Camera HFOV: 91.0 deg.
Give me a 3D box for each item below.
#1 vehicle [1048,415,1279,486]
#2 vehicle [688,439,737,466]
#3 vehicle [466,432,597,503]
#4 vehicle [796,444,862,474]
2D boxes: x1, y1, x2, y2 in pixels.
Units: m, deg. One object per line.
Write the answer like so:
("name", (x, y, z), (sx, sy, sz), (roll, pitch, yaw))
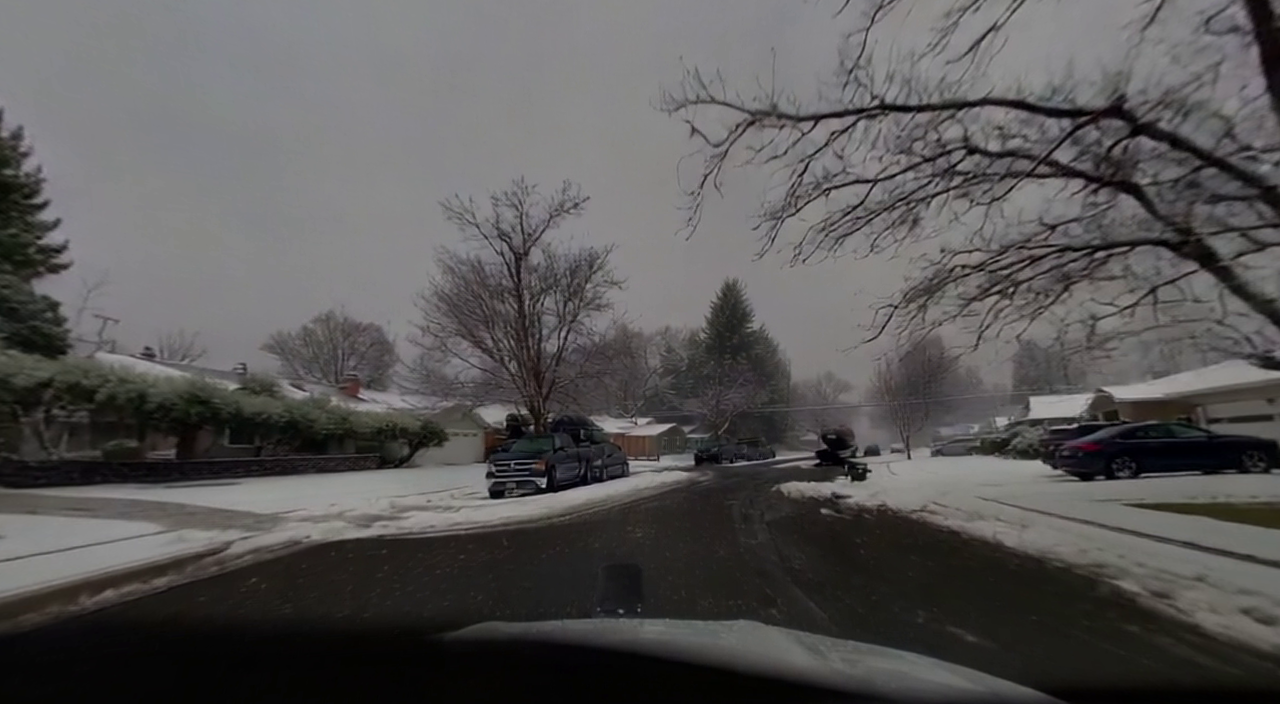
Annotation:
("vehicle", (14.403, 2.704, 17.304), (4.789, 1.771, 2.092), (-2, -9, 9))
("vehicle", (5.106, 7.008, 43.839), (2.052, 1.745, 4.737), (-4, -9, 23))
("vehicle", (-3.073, 3.387, 19.239), (2.274, 1.784, 5.090), (-1, -7, 11))
("vehicle", (10.993, 6.077, 36.163), (2.804, 1.336, 6.700), (-3, -7, 24))
